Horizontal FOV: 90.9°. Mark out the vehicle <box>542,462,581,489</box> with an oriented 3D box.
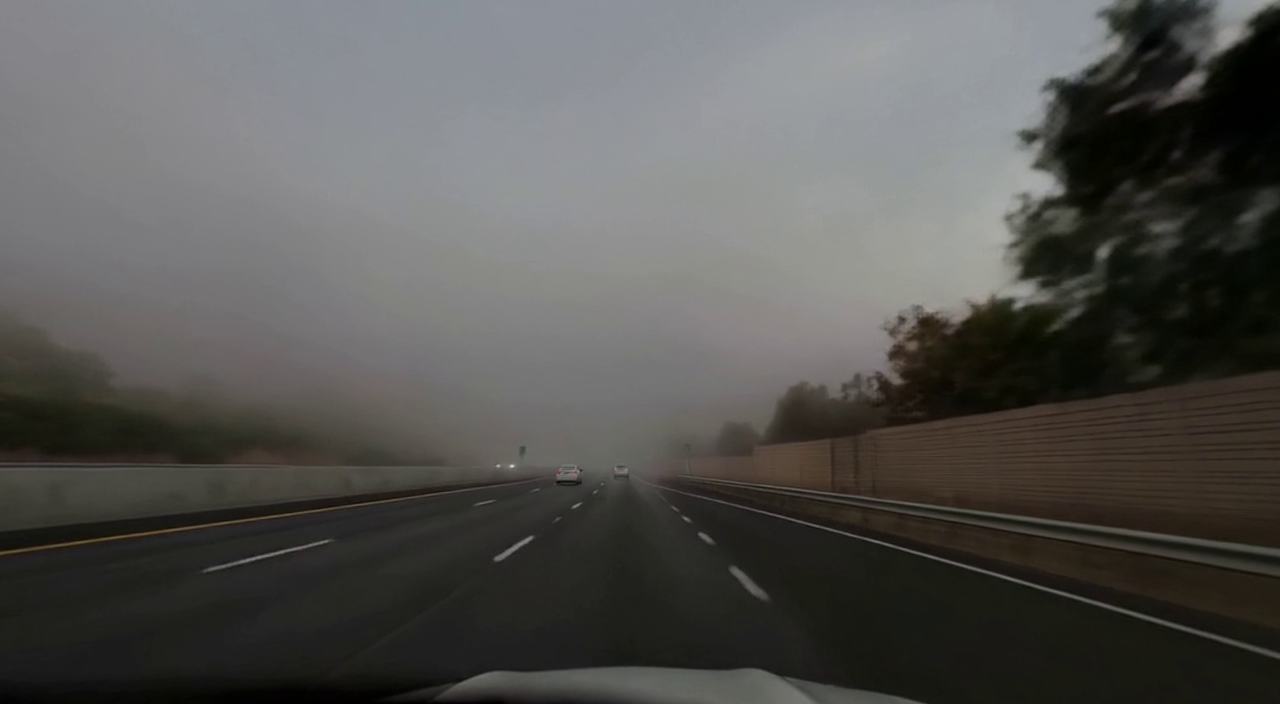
[{"bbox_3d":[-5.022,7.957,40.847,2.039,1.605,4.365,1,-11,-1],"label":"vehicle"}]
